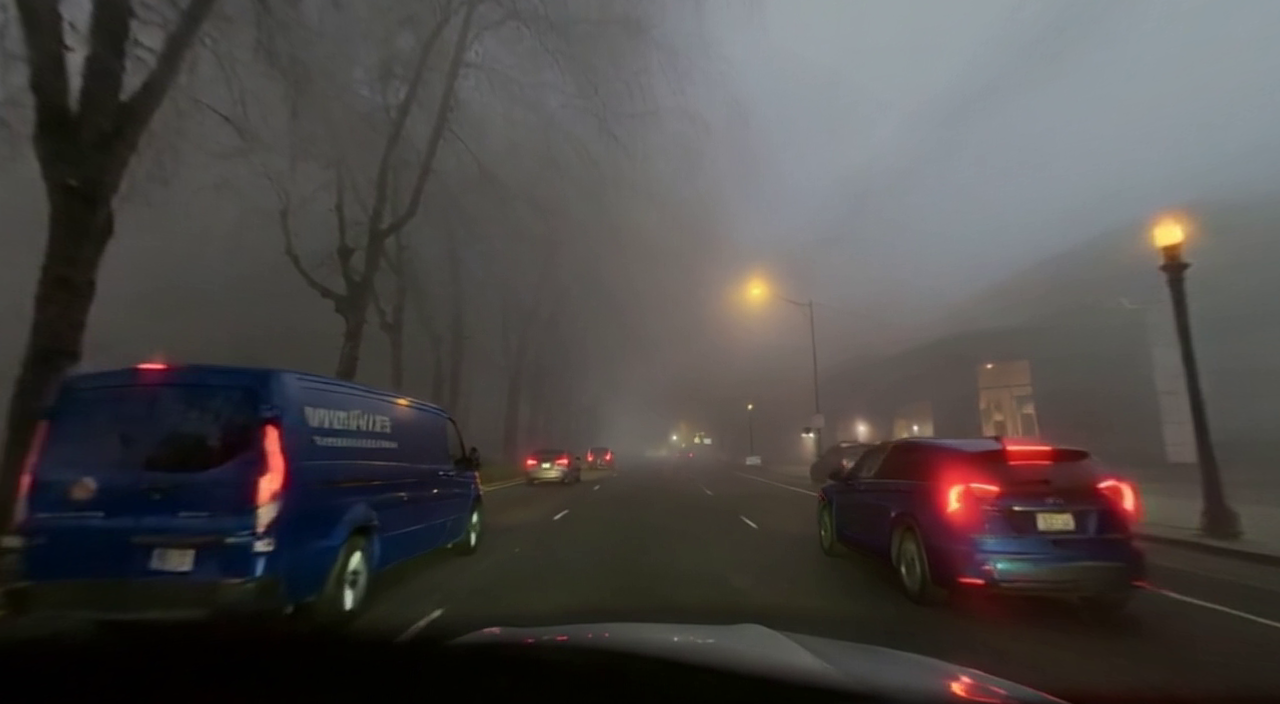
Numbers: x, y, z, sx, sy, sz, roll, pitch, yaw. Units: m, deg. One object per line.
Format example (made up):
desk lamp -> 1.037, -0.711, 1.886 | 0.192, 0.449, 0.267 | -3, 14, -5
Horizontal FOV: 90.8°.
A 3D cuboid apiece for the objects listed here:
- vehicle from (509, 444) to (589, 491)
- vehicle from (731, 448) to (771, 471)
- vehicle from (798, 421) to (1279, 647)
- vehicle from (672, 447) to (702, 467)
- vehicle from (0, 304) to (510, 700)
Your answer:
vehicle -> -3.077, 4.026, 22.372 | 2.060, 1.466, 4.387 | 0, -9, 1
vehicle -> 7.320, 7.152, 42.182 | 1.896, 1.442, 4.305 | 0, -9, 0
vehicle -> 3.264, 1.563, 6.570 | 2.021, 1.491, 4.563 | 0, -9, -1
vehicle -> 3.559, 8.073, 48.722 | 1.961, 1.482, 4.538 | 0, -9, 0
vehicle -> -3.202, 1.212, 6.312 | 2.490, 2.153, 5.594 | 0, -9, 1
